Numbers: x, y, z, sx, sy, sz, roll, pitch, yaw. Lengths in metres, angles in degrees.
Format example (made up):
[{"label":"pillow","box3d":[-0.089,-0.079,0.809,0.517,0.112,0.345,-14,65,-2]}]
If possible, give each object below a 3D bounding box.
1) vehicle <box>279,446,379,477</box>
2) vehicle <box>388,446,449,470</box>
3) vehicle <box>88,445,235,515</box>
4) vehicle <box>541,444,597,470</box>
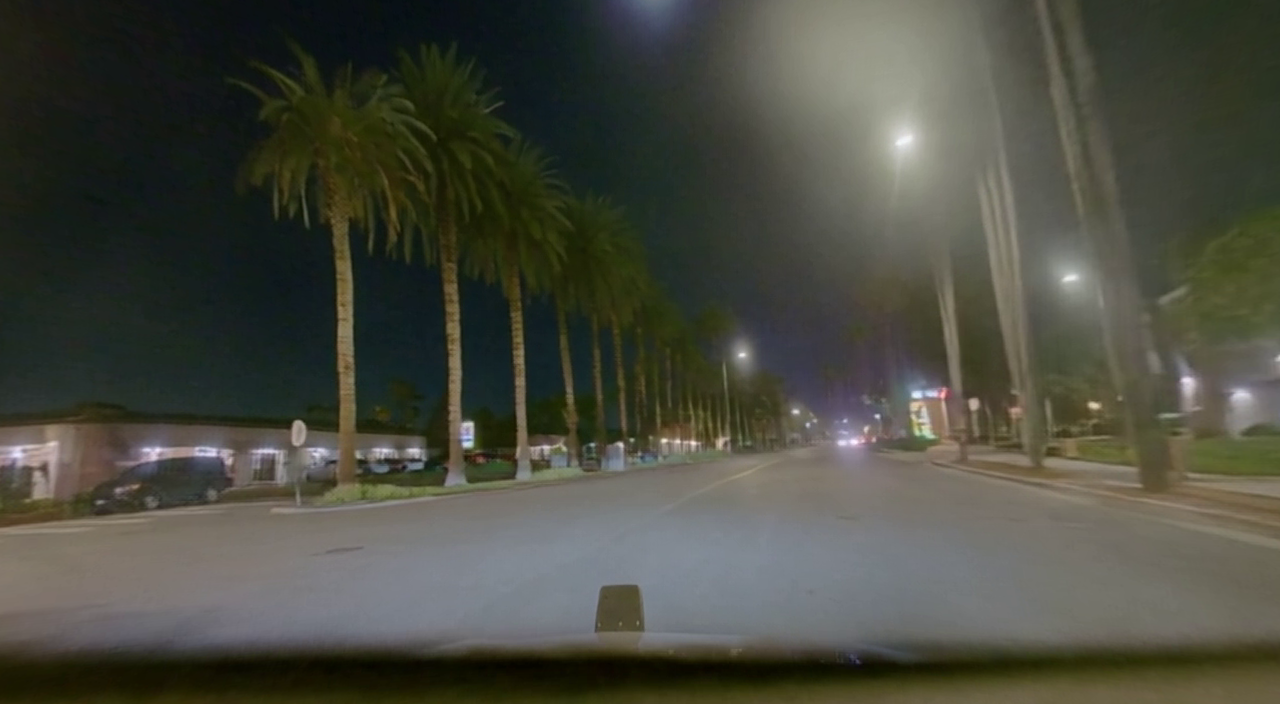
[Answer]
[{"label":"vehicle","box3d":[-18.883,6.631,38.439,5.193,1.830,2.049,-2,-9,11]},{"label":"vehicle","box3d":[-17.106,8.152,48.832,3.928,1.784,1.895,-2,-9,12]},{"label":"vehicle","box3d":[-14.700,3.869,19.810,2.174,1.863,4.651,3,-9,-18]},{"label":"vehicle","box3d":[-5.125,7.567,45.768,3.635,1.521,1.726,2,-5,10]}]
